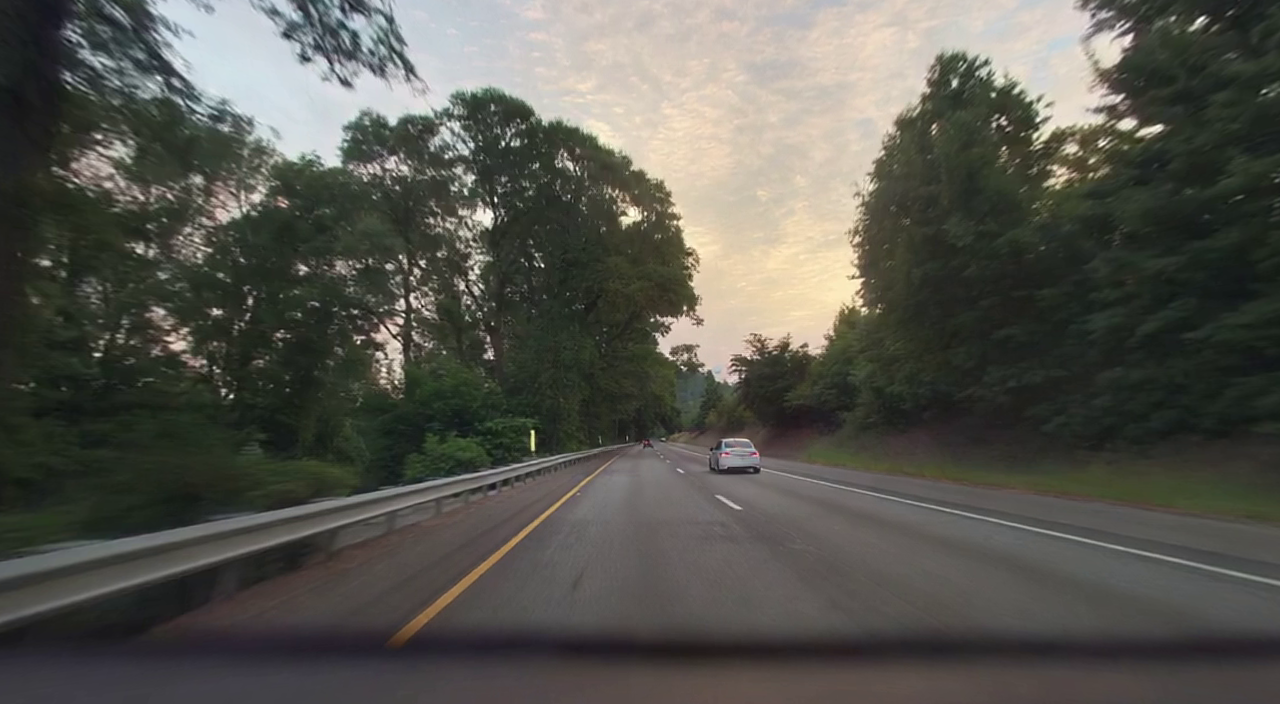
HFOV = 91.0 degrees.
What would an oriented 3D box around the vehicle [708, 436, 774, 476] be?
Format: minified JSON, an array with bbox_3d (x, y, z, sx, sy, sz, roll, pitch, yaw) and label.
[{"bbox_3d":[4.178,4.400,26.879,1.905,1.525,4.719,0,-8,-2],"label":"vehicle"}]
